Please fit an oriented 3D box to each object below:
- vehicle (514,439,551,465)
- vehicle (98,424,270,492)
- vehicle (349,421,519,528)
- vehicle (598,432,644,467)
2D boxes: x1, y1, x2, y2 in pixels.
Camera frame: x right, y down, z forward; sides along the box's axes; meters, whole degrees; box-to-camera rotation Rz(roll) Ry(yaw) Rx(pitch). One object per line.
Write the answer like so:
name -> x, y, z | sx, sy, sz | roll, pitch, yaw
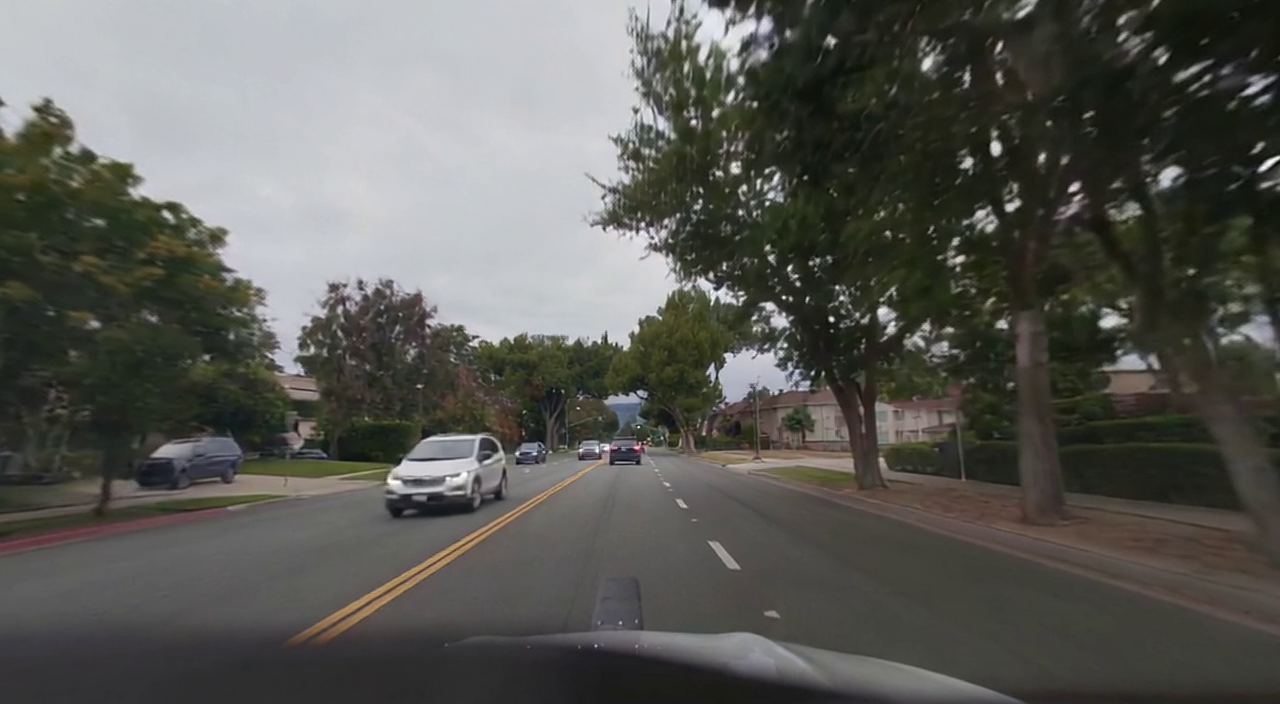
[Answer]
vehicle -> -8.136, 7.637, 48.230 | 1.978, 1.744, 4.301 | -4, -9, 0
vehicle -> -15.956, 3.737, 22.643 | 2.385, 2.081, 5.237 | 0, -8, -3
vehicle -> -3.921, 2.405, 12.980 | 2.037, 1.724, 4.512 | -2, -8, -1
vehicle -> -1.028, 5.828, 37.943 | 2.554, 1.902, 5.329 | 0, -8, 0
